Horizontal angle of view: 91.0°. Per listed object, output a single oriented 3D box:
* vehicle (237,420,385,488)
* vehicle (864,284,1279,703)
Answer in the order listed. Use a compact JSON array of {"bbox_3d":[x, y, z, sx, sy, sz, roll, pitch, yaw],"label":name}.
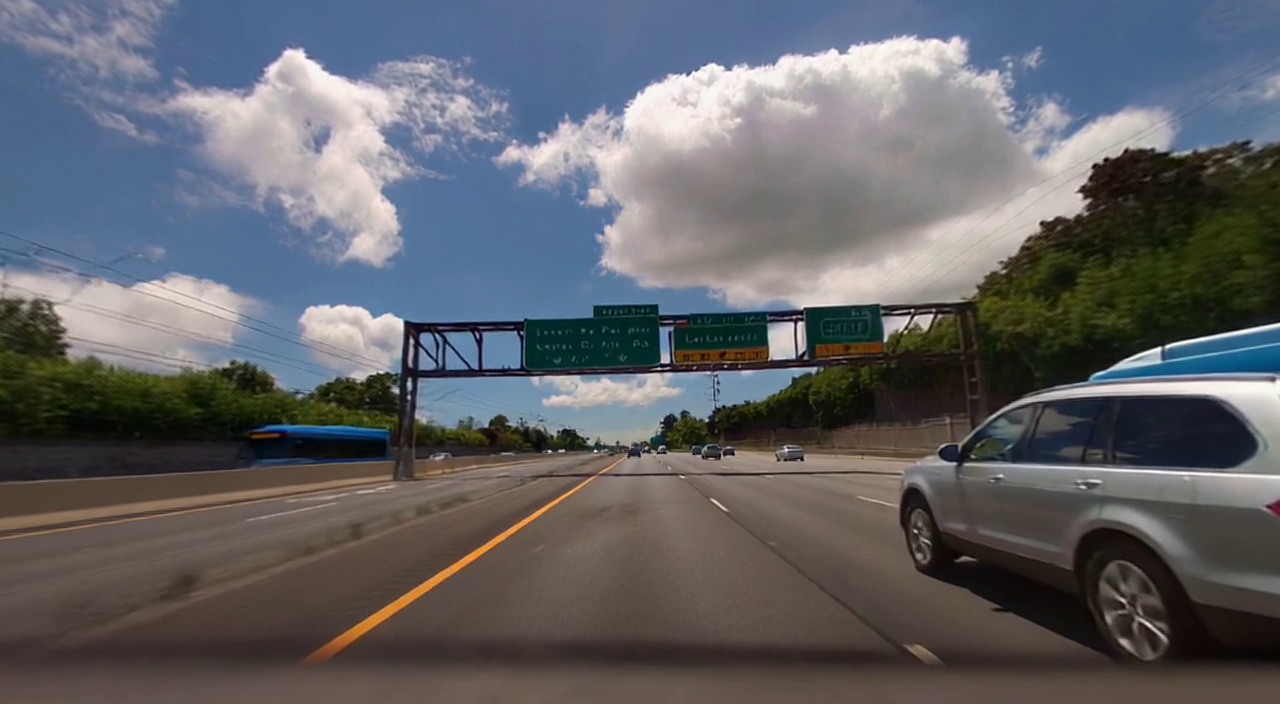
[{"bbox_3d":[-22.368,7.100,44.381,3.045,3.860,13.939,-2,-9,0],"label":"vehicle"},{"bbox_3d":[3.372,0.923,3.779,2.207,1.850,4.875,0,-9,0],"label":"vehicle"}]
